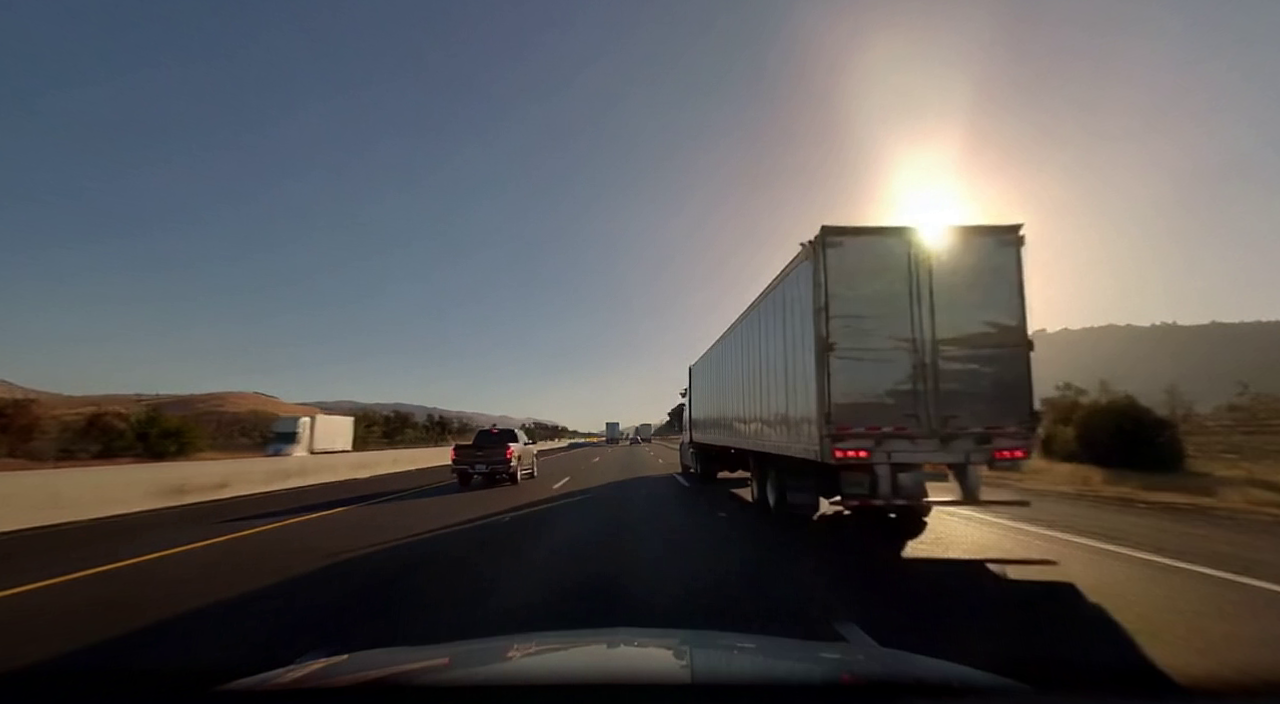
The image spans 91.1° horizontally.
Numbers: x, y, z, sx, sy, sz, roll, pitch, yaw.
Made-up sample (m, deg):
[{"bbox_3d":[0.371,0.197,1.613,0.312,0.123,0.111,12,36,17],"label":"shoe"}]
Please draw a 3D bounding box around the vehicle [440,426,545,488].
[{"bbox_3d":[-4.155,3.024,18.465,2.044,1.604,4.144,0,-8,0],"label":"vehicle"}]

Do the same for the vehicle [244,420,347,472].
[{"bbox_3d":[-19.636,5.409,36.327,2.406,2.717,6.227,0,-8,0],"label":"vehicle"}]

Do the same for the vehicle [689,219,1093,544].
[{"bbox_3d":[3.821,1.502,16.783,3.144,4.168,17.594,0,-8,-2],"label":"vehicle"}]
